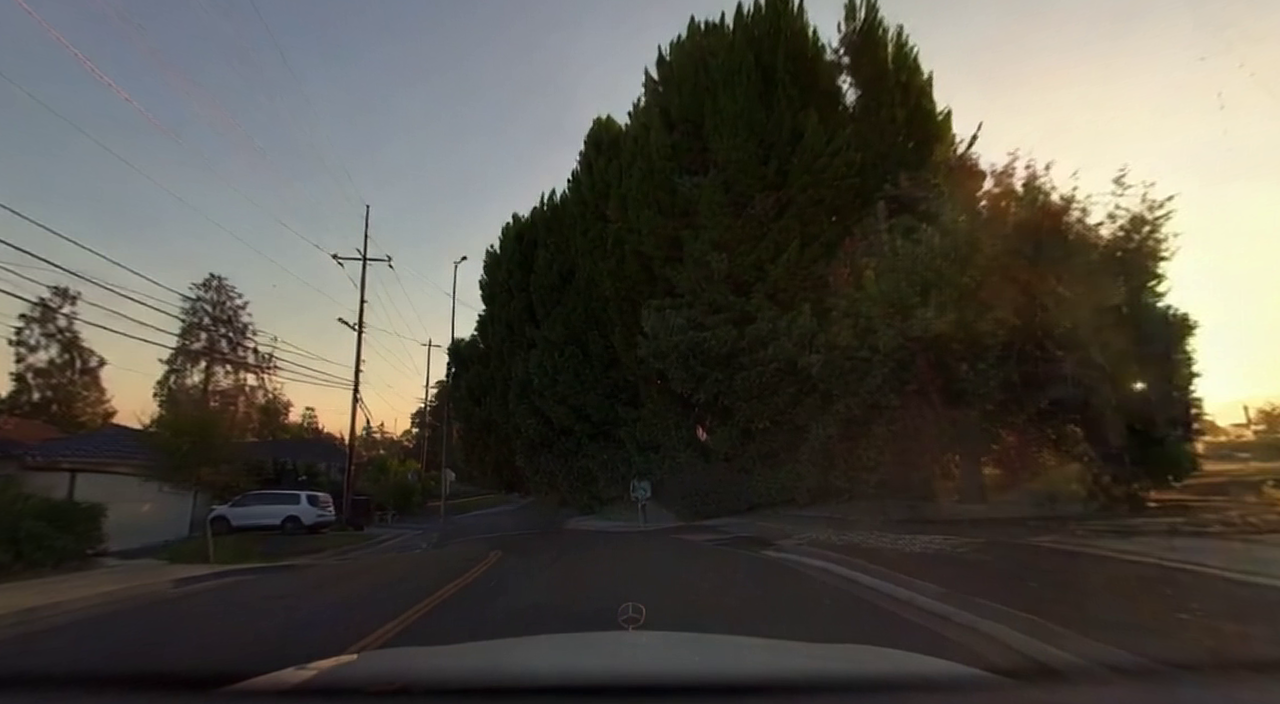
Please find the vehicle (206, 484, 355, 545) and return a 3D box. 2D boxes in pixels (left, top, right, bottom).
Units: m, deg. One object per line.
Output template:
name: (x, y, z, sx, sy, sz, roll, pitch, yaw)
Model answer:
vehicle: (-16.323, 7.393, 29.274, 2.301, 2.081, 6.706, -3, -10, 8)
